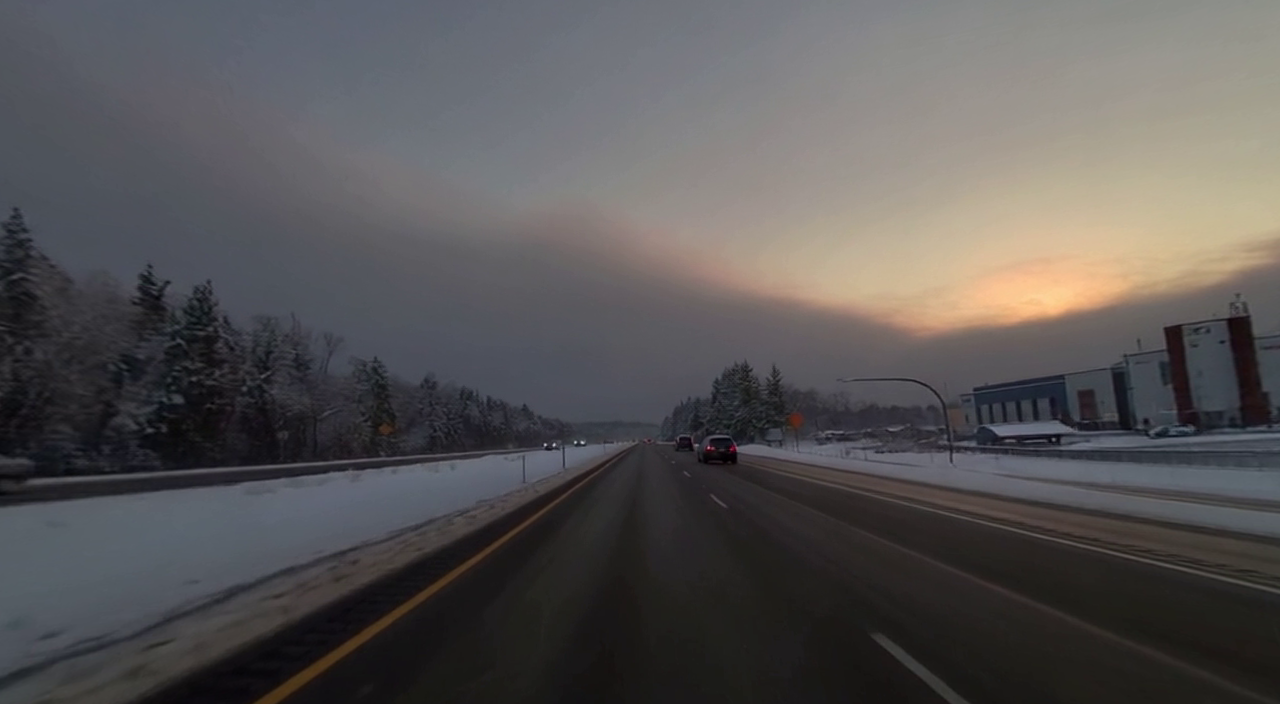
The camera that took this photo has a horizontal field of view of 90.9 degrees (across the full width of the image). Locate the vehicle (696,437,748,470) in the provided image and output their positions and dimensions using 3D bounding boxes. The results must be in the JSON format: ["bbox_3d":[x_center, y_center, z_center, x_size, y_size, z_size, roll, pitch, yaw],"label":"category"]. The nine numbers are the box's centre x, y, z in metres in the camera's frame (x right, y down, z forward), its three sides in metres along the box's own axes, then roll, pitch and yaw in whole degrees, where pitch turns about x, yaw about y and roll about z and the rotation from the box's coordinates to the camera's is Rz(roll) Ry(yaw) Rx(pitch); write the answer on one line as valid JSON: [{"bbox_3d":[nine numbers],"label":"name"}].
[{"bbox_3d":[4.066,5.107,31.851,2.062,1.518,4.026,0,-8,-1],"label":"vehicle"}]
